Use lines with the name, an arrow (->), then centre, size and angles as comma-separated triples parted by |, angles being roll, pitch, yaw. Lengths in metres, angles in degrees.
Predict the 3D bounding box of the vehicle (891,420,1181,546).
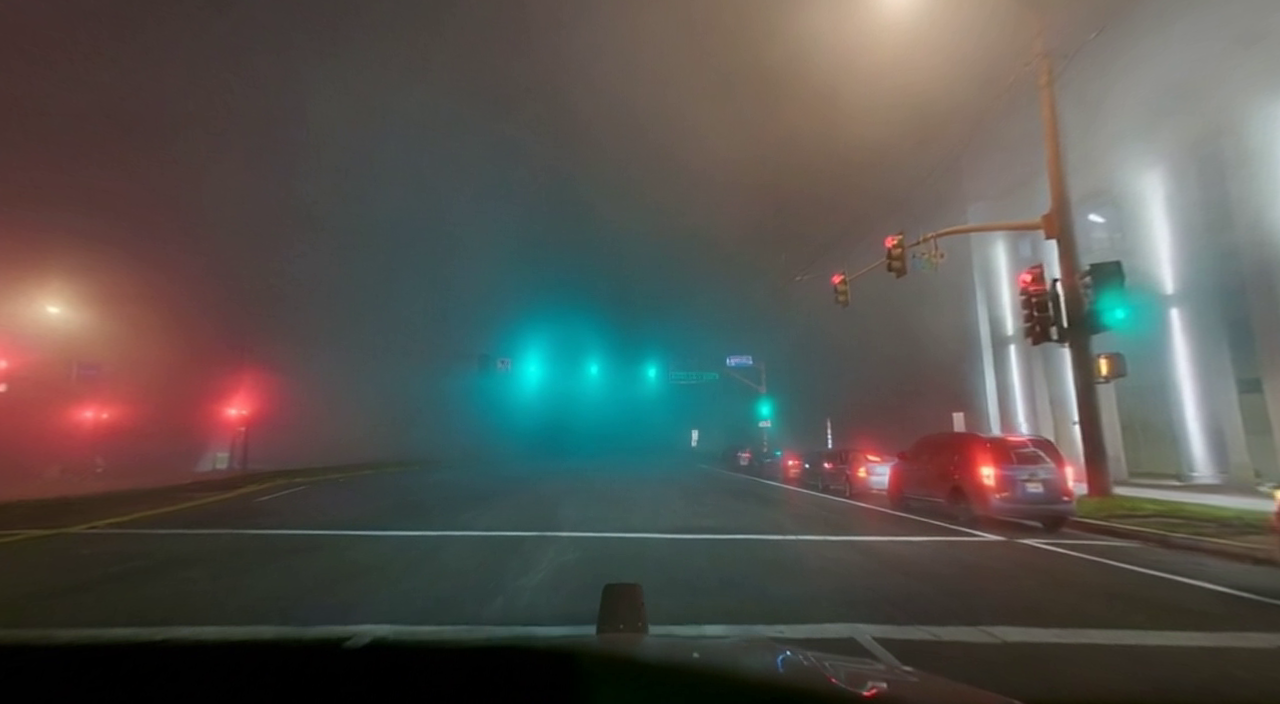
vehicle -> 6.495, 2.194, 11.204 | 1.984, 1.751, 4.759 | 0, -9, -1
